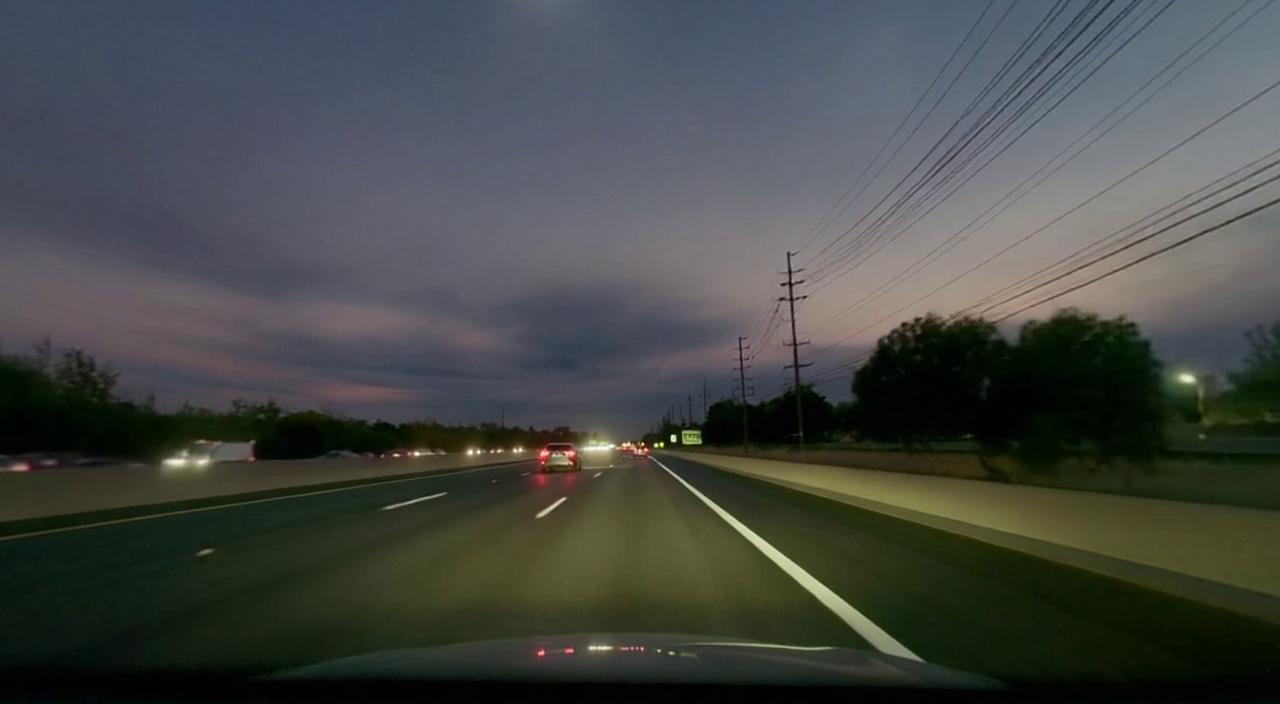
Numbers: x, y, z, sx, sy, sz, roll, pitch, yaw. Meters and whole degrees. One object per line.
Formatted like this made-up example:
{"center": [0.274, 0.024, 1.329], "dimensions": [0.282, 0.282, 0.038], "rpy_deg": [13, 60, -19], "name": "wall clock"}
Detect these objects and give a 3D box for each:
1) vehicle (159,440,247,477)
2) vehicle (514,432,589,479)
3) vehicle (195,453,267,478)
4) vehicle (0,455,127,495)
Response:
{"center": [-32.919, 8.005, 47.745], "dimensions": [2.315, 2.592, 5.954], "rpy_deg": [0, -9, 0], "name": "vehicle"}
{"center": [-3.898, 4.741, 28.927], "dimensions": [2.577, 1.939, 5.408], "rpy_deg": [0, -9, 1], "name": "vehicle"}
{"center": [-28.524, 7.899, 44.109], "dimensions": [1.900, 1.602, 4.646], "rpy_deg": [0, -9, 0], "name": "vehicle"}
{"center": [-24.572, 5.149, 26.706], "dimensions": [1.841, 1.514, 4.484], "rpy_deg": [0, -9, 0], "name": "vehicle"}
